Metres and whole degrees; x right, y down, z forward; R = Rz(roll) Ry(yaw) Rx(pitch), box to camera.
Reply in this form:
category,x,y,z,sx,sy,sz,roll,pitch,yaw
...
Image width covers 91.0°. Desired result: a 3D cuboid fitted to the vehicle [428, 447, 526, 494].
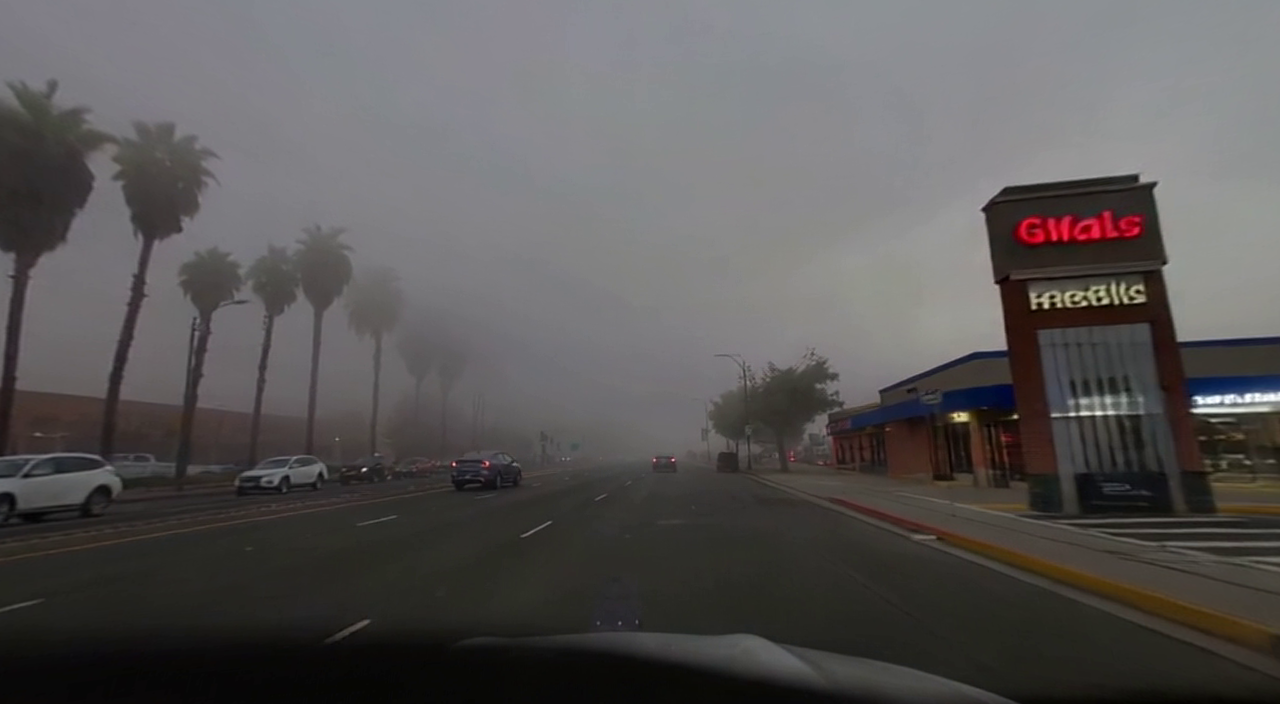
category,x,y,z,sx,sy,sz,roll,pitch,yaw
vehicle,-5.751,4.228,22.885,2.090,1.520,4.452,0,-9,4

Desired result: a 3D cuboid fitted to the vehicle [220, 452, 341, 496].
category,x,y,z,sx,sy,sz,roll,pitch,yaw
vehicle,-14.132,4.790,25.133,1.874,1.488,4.612,0,-8,4

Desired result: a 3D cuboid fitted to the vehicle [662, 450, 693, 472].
category,x,y,z,sx,sy,sz,roll,pitch,yaw
vehicle,2.771,8.043,46.756,2.139,1.461,4.918,0,-8,3

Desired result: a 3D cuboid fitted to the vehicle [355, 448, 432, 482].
category,x,y,z,sx,sy,sz,roll,pitch,yaw
vehicle,-13.780,6.317,35.551,2.034,1.696,4.809,-1,-9,5
